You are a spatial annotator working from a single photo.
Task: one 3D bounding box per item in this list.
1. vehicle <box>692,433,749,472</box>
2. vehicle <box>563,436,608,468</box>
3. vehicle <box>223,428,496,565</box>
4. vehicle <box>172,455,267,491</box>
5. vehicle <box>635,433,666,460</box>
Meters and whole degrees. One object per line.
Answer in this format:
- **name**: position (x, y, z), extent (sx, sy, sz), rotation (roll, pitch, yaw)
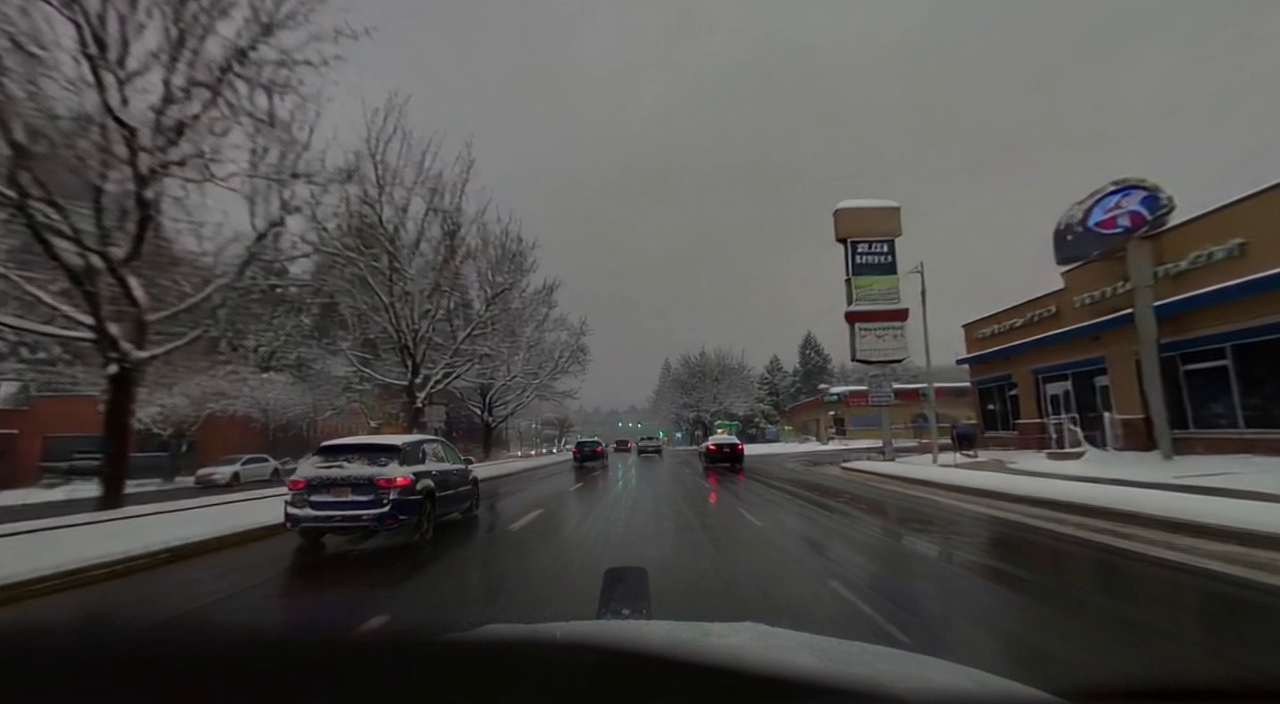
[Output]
- **vehicle**: position (3.424, 4.344, 27.384), extent (1.922, 1.579, 3.642), rotation (0, -8, -1)
- **vehicle**: position (-2.955, 5.504, 34.899), extent (2.026, 1.665, 4.193), rotation (0, -8, 1)
- **vehicle**: position (-3.584, 1.909, 9.142), extent (1.908, 1.481, 4.351), rotation (0, -8, 1)
- **vehicle**: position (-22.522, 6.469, 34.006), extent (1.951, 1.691, 4.483), rotation (0, -9, 1)
- **vehicle**: position (0.782, 7.035, 46.804), extent (2.193, 1.873, 4.033), rotation (0, -8, 0)
